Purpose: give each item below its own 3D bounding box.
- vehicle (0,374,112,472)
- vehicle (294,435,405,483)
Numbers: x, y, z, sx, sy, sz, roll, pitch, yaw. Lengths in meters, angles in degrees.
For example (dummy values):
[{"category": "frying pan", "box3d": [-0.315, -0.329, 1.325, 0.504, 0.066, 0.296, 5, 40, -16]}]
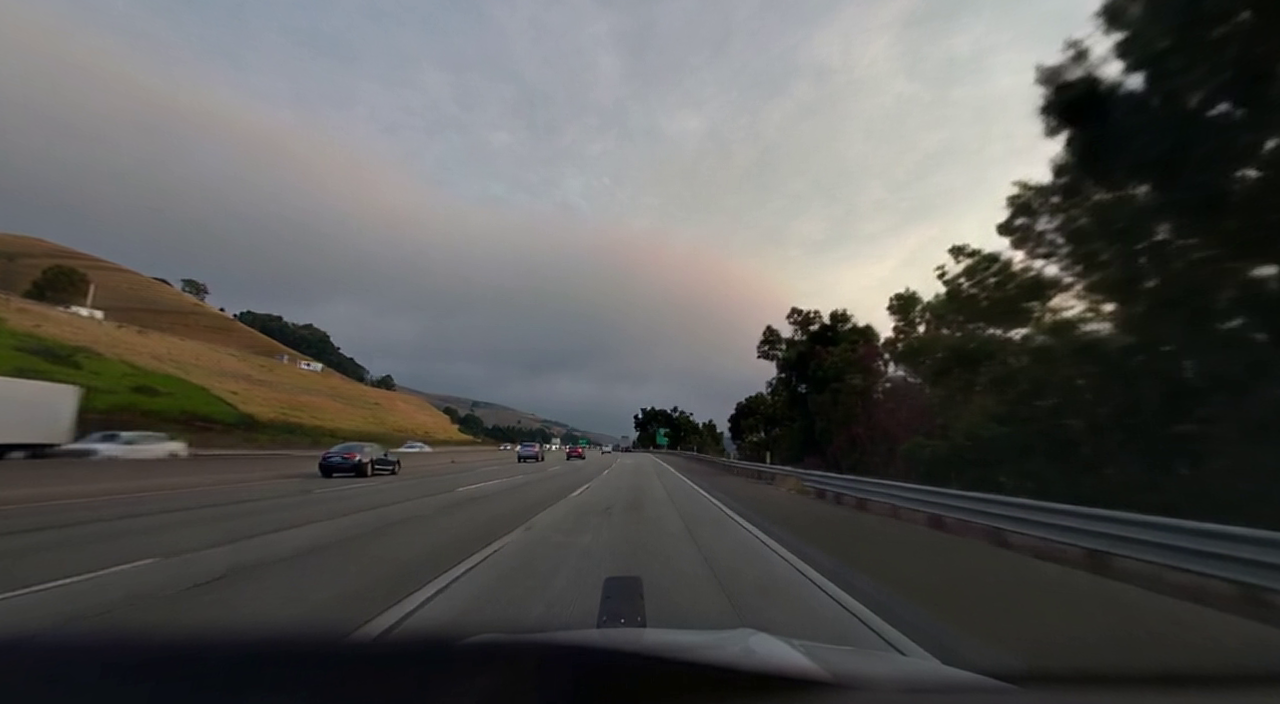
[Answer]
[{"category": "vehicle", "box3d": [-29.257, 2.645, 24.484, 2.882, 4.169, 16.623, 1, -9, 0]}, {"category": "vehicle", "box3d": [-10.899, 4.041, 24.007, 2.001, 1.625, 4.528, 0, -9, 1]}]
